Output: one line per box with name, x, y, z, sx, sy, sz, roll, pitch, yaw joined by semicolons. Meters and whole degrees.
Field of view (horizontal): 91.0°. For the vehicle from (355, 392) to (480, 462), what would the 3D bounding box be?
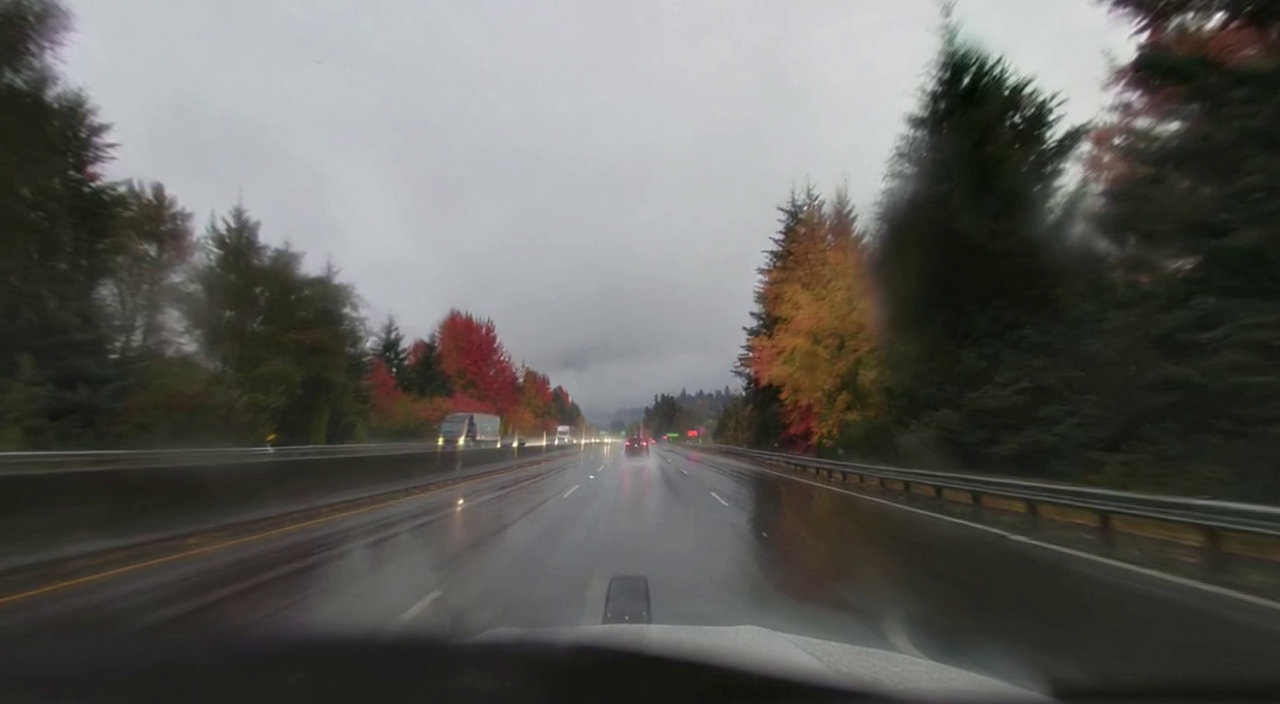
vehicle;-15.117;5.562;45.048;2.927;4.069;16.353;0;-8;0
